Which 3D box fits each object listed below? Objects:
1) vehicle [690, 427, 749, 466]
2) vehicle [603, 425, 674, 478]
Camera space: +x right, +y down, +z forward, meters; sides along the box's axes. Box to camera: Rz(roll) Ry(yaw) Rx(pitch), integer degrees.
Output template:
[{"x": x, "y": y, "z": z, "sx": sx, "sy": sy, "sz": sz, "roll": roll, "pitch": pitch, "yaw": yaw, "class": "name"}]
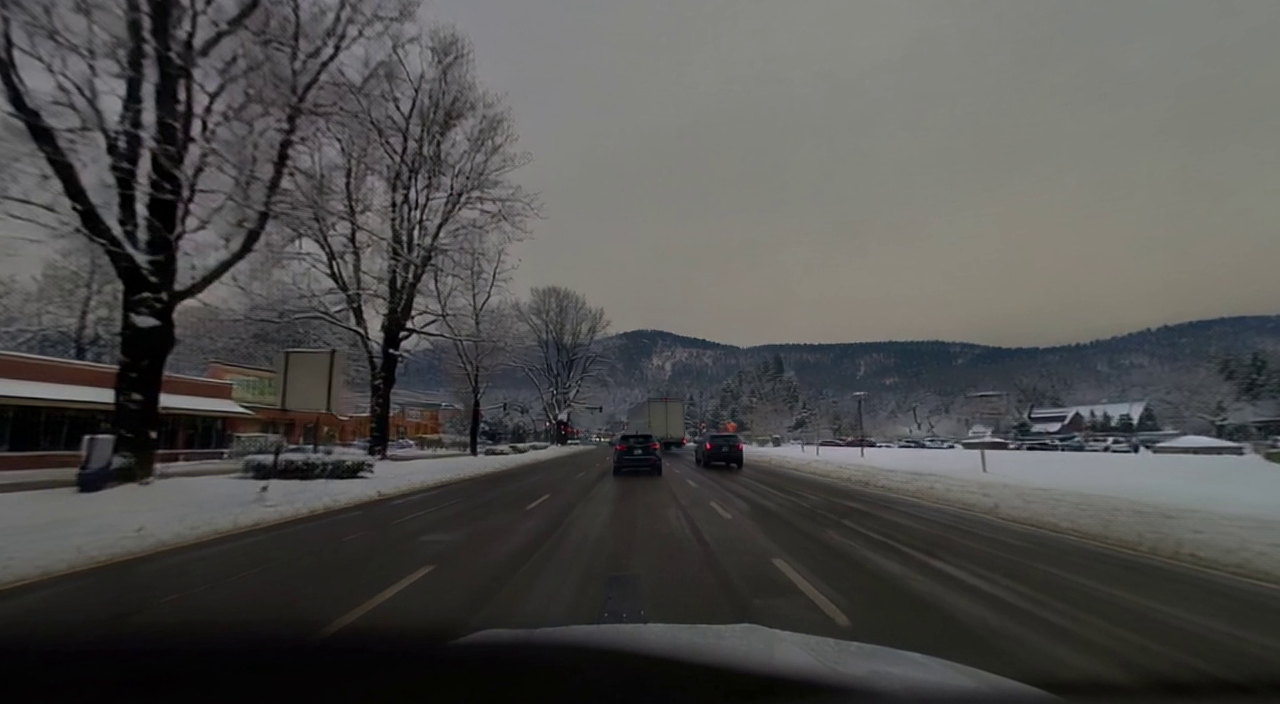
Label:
[{"x": 3.641, "y": 4.420, "z": 29.508, "sx": 2.088, "sy": 1.655, "sz": 4.360, "roll": 0, "pitch": -8, "yaw": -2, "class": "vehicle"}, {"x": -0.097, "y": 3.400, "z": 21.668, "sx": 2.193, "sy": 1.651, "sz": 3.946, "roll": 0, "pitch": -8, "yaw": -1, "class": "vehicle"}]
